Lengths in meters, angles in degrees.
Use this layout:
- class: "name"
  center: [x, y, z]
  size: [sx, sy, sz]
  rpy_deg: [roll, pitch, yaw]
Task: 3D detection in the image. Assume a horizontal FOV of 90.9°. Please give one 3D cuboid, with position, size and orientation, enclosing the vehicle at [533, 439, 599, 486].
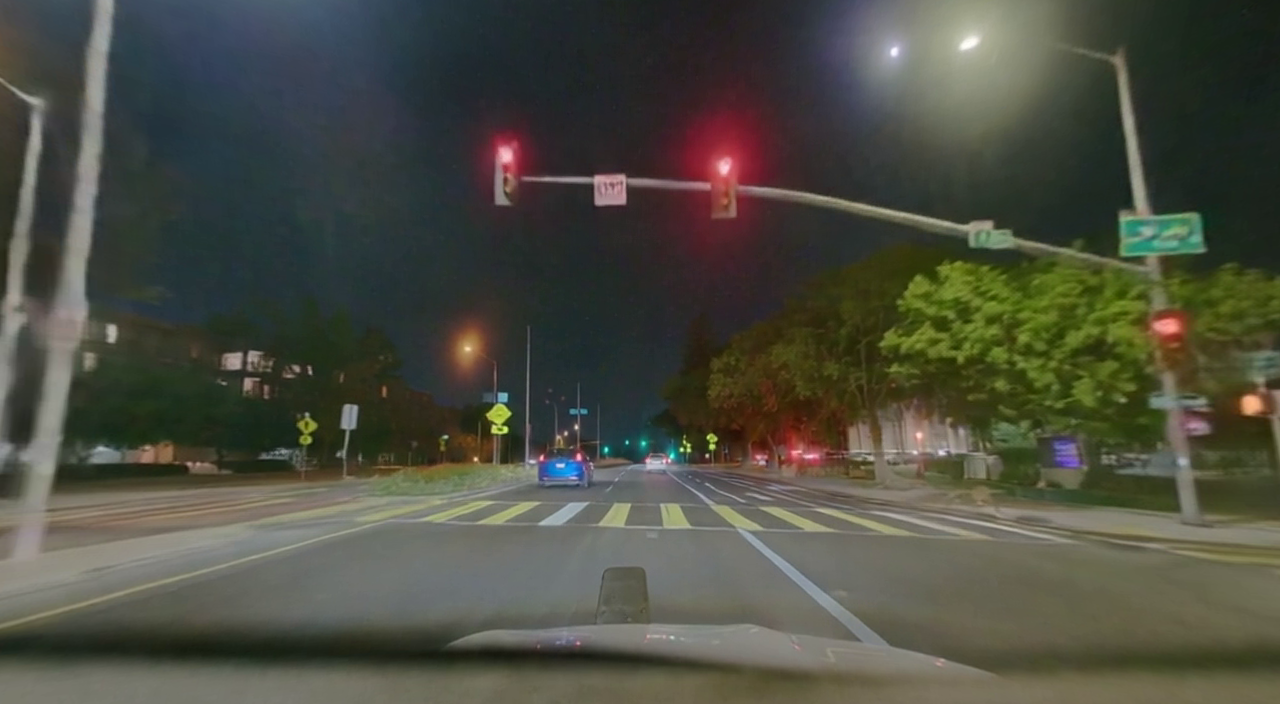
- class: "vehicle"
  center: [-3.002, 4.611, 26.592]
  size: [2.150, 1.812, 4.423]
  rpy_deg: [0, -9, 1]

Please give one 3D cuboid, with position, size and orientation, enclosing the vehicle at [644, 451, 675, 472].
- class: "vehicle"
  center: [1.391, 8.050, 46.582]
  size: [2.075, 1.480, 3.920]
  rpy_deg: [0, -9, 0]
